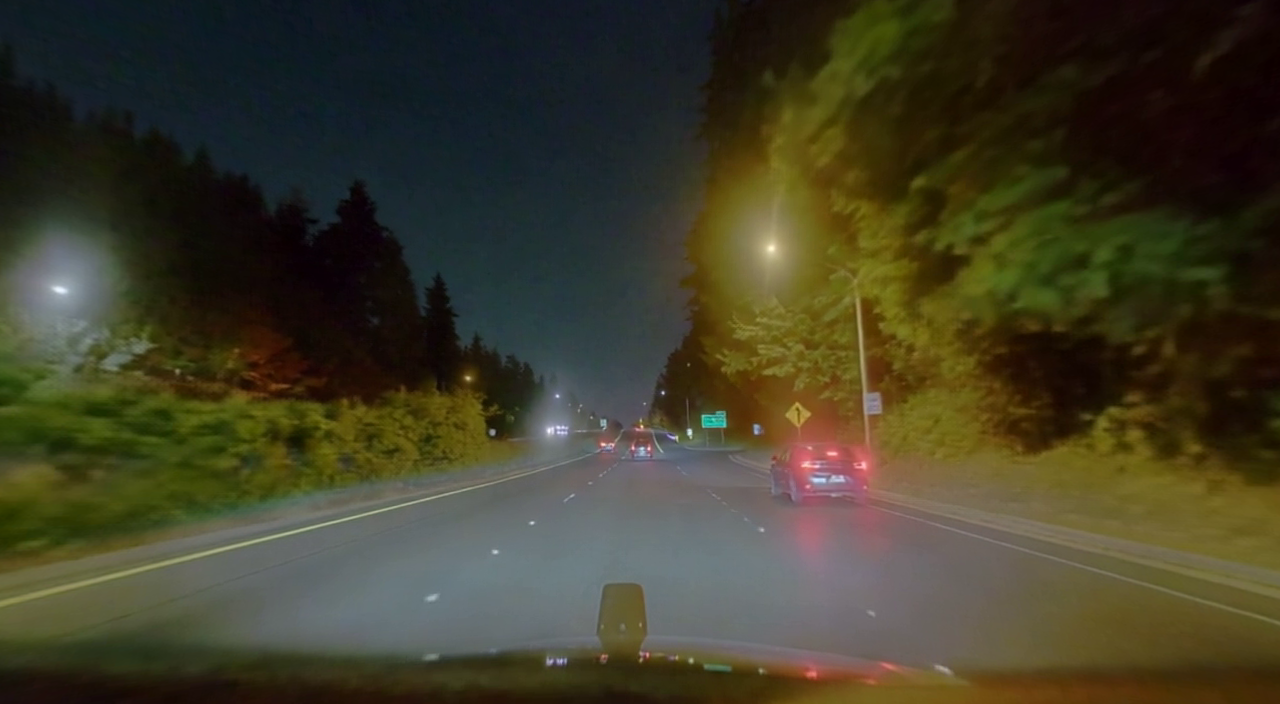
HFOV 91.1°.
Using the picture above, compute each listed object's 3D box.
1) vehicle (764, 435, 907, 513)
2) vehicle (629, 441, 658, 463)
[{"bbox_3d":[4.306,2.746,14.639,1.913,1.516,4.322,0,-9,0],"label":"vehicle"},{"bbox_3d":[0.270,7.553,47.603,2.095,1.548,4.264,0,-9,1],"label":"vehicle"}]
